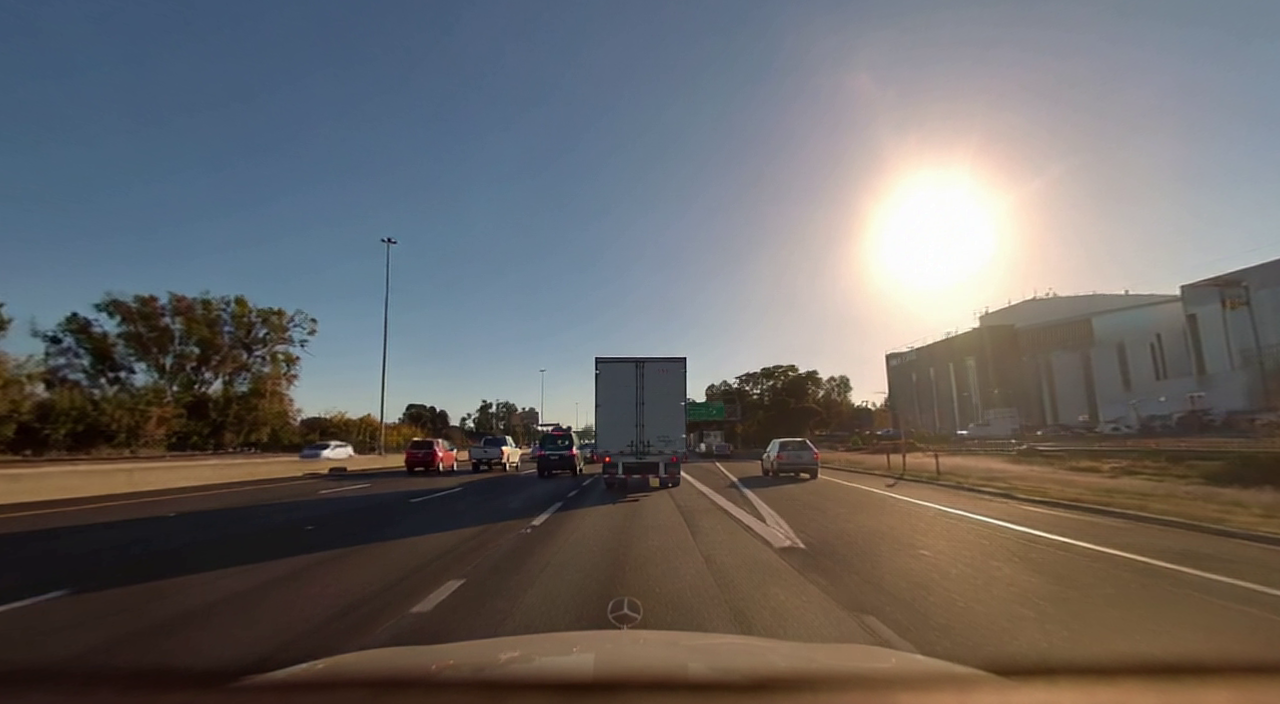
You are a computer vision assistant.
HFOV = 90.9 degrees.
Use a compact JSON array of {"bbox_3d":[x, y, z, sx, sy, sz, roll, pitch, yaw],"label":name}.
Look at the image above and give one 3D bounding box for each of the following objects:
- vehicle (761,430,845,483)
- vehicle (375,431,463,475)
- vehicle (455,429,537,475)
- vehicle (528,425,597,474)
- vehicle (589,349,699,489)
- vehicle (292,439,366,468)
[{"bbox_3d":[6.140,4.008,24.403,2.137,1.796,4.817,0,-9,3],"label":"vehicle"},{"bbox_3d":[-10.500,4.870,30.587,2.089,1.885,5.888,0,-9,0],"label":"vehicle"},{"bbox_3d":[-6.824,4.832,30.653,2.479,1.978,5.952,0,-9,1],"label":"vehicle"},{"bbox_3d":[-3.470,4.579,29.665,2.379,2.075,6.169,0,-9,1],"label":"vehicle"},{"bbox_3d":[0.024,2.552,22.107,2.941,3.794,9.851,0,-9,-1],"label":"vehicle"},{"bbox_3d":[-17.498,5.731,35.689,1.944,1.488,4.297,0,-9,0],"label":"vehicle"}]
